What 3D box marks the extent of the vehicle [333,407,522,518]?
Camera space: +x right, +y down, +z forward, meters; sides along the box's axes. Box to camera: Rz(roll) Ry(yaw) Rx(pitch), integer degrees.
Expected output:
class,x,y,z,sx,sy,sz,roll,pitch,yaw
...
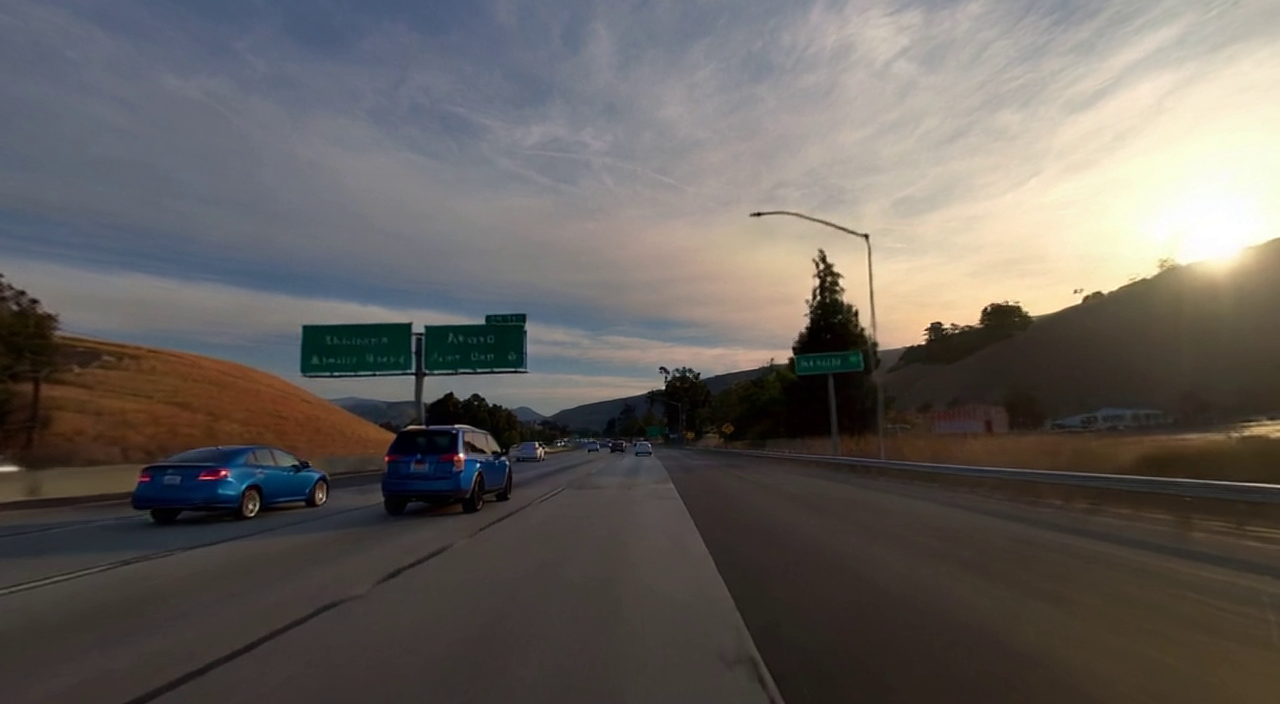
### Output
class,x,y,z,sx,sy,sz,roll,pitch,yaw
vehicle,-4.265,2.348,13.744,2.219,1.947,4.924,-1,-9,2

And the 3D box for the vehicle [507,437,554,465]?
class,x,y,z,sx,sy,sz,roll,pitch,yaw
vehicle,-6.895,6.322,40.188,2.069,1.636,4.483,-1,-9,2

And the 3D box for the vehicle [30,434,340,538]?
class,x,y,z,sx,sy,sz,roll,pitch,yaw
vehicle,-7.866,2.338,11.736,1.984,1.508,4.935,-1,-9,2
